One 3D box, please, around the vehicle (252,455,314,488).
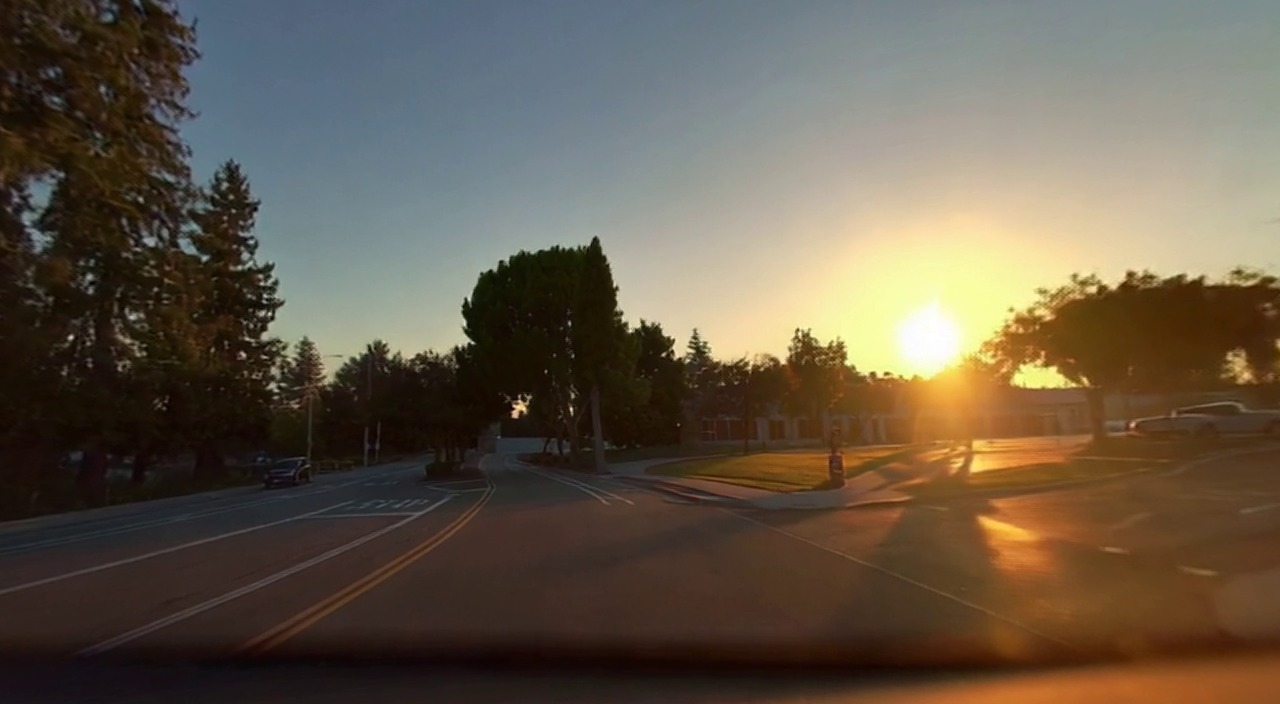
[{"bbox_3d":[-19.998,6.751,35.463,1.952,1.632,4.200,1,-11,-14],"label":"vehicle"}]
